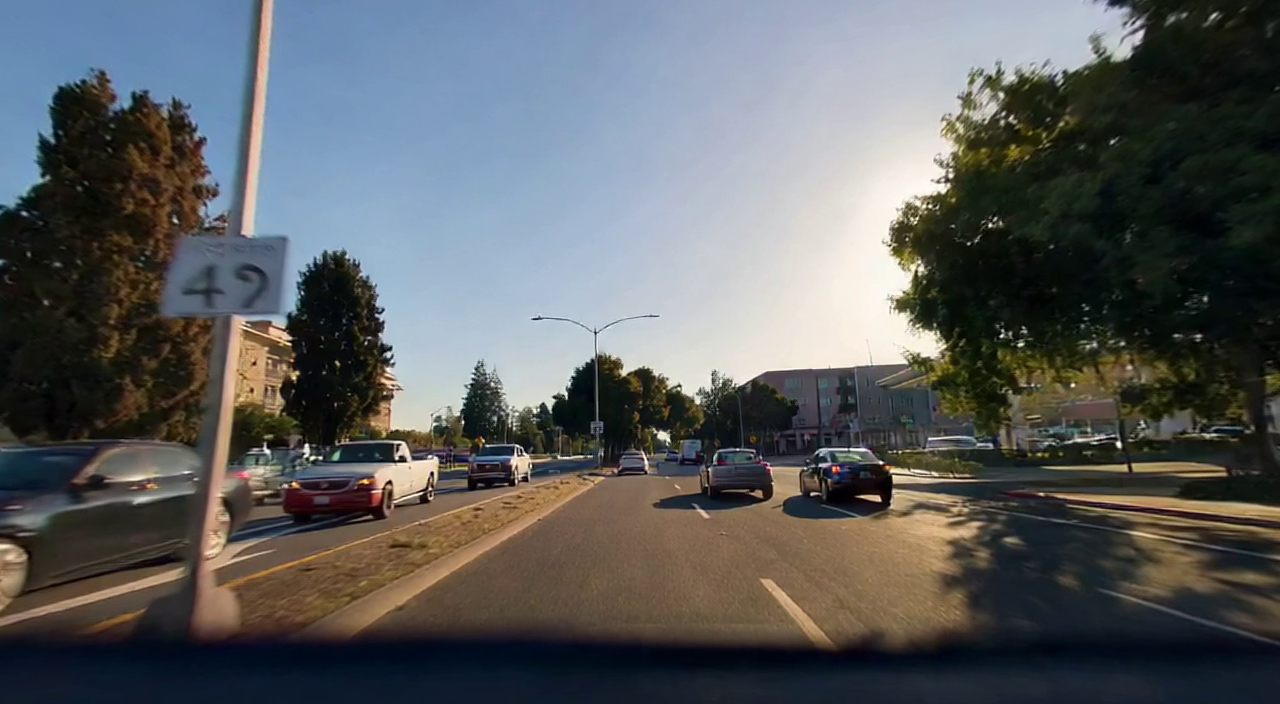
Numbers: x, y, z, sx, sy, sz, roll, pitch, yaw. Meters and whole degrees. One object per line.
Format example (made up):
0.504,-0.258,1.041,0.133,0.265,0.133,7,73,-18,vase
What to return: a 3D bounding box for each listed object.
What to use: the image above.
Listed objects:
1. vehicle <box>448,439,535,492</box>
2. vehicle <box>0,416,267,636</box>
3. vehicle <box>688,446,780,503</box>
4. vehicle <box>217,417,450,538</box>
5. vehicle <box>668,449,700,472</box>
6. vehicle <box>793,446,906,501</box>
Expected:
-5.499,4.267,24.042,2.016,1.770,5.300,0,-8,0,vehicle
-5.605,1.423,5.519,1.963,1.576,4.385,-2,-8,0,vehicle
2.664,3.573,18.820,1.971,1.479,4.493,0,-8,-1,vehicle
-5.697,2.382,12.701,2.187,1.868,5.181,-2,-8,-1,vehicle
2.966,7.462,43.467,1.877,1.502,3.958,0,-8,-1,vehicle
6.288,3.670,19.466,1.918,1.484,4.456,0,-8,-1,vehicle
